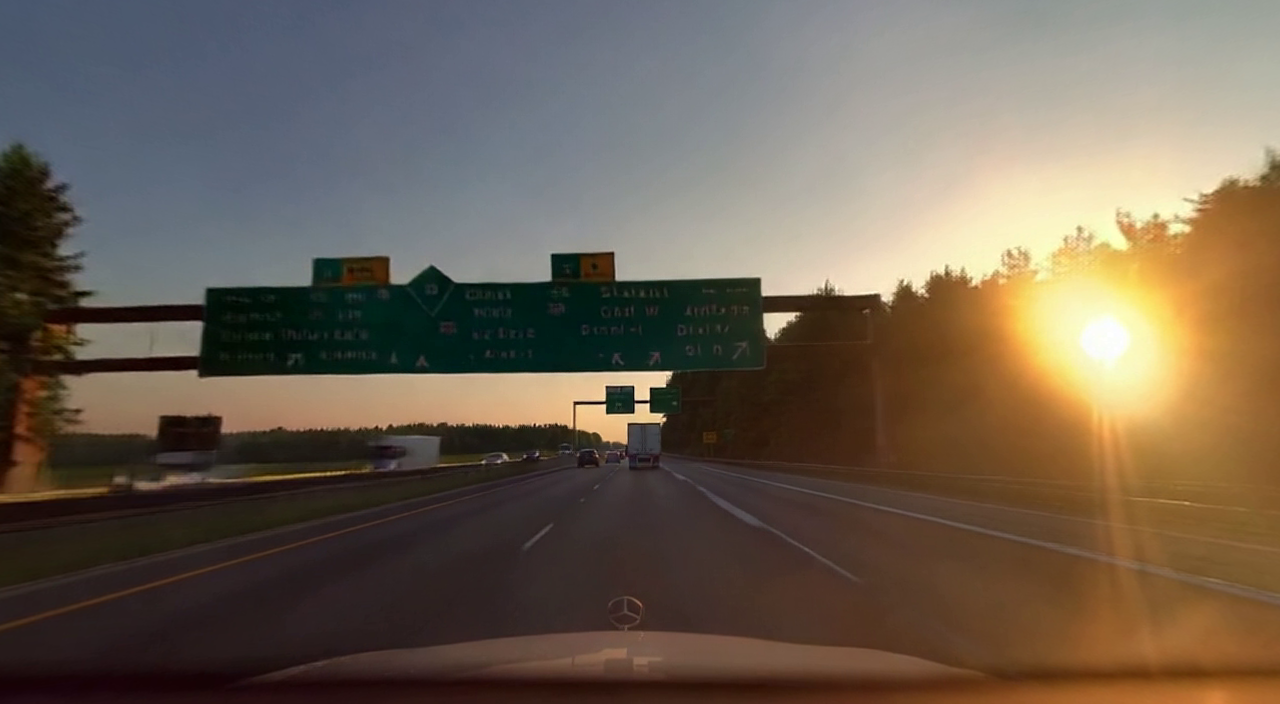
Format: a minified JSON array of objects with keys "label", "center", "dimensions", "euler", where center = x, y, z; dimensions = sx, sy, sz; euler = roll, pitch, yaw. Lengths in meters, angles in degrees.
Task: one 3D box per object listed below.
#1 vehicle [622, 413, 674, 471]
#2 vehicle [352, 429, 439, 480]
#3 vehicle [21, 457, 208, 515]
[{"label":"vehicle","center":[0.326,7.233,49.883],"dimensions":[3.341,3.725,18.015],"euler":[0,-9,-1]},{"label":"vehicle","center":[-12.583,5.352,32.998],"dimensions":[2.240,2.396,5.777],"euler":[0,-9,0]},{"label":"vehicle","center":[-15.402,3.911,18.899],"dimensions":[1.788,1.457,4.431],"euler":[0,-9,0]}]
